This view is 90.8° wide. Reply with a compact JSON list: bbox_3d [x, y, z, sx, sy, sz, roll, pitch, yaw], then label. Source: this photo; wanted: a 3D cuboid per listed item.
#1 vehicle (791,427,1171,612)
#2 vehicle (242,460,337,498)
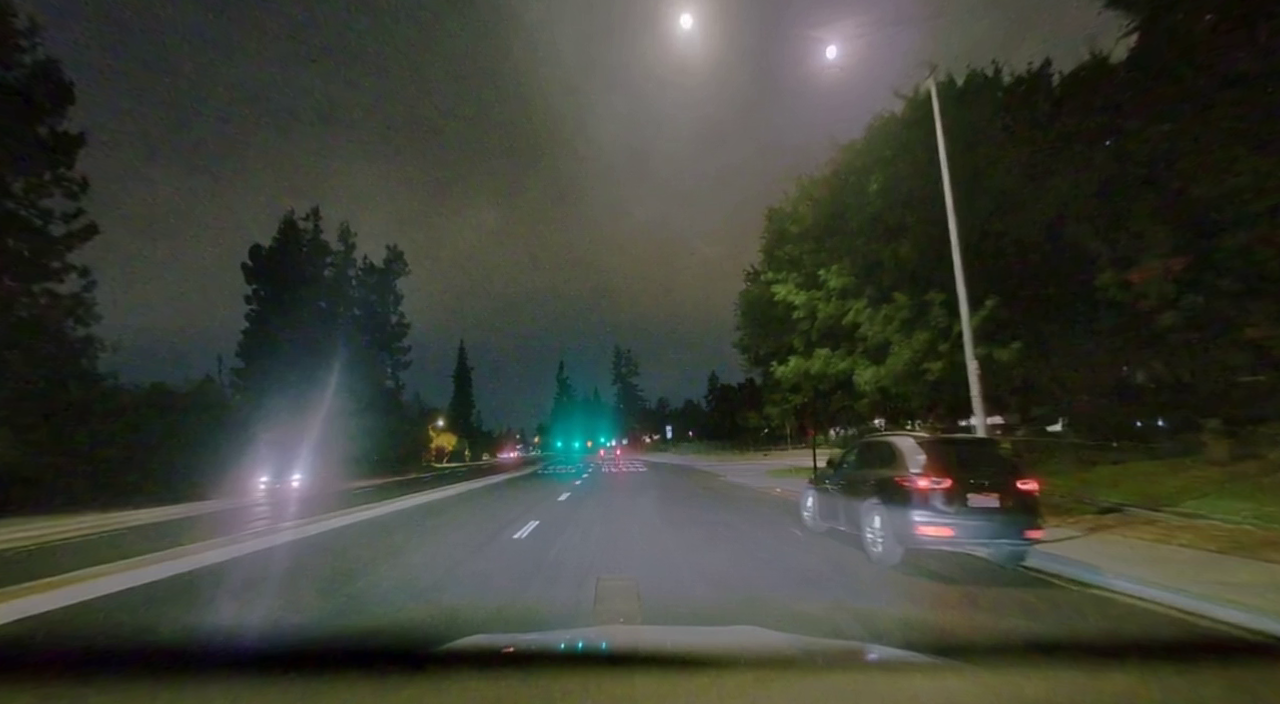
[{"bbox_3d":[3.354,1.710,7.458,1.989,1.504,4.342,0,-8,-1],"label":"vehicle"},{"bbox_3d":[-15.817,5.721,28.820,1.880,1.485,4.476,0,-8,-2],"label":"vehicle"}]
